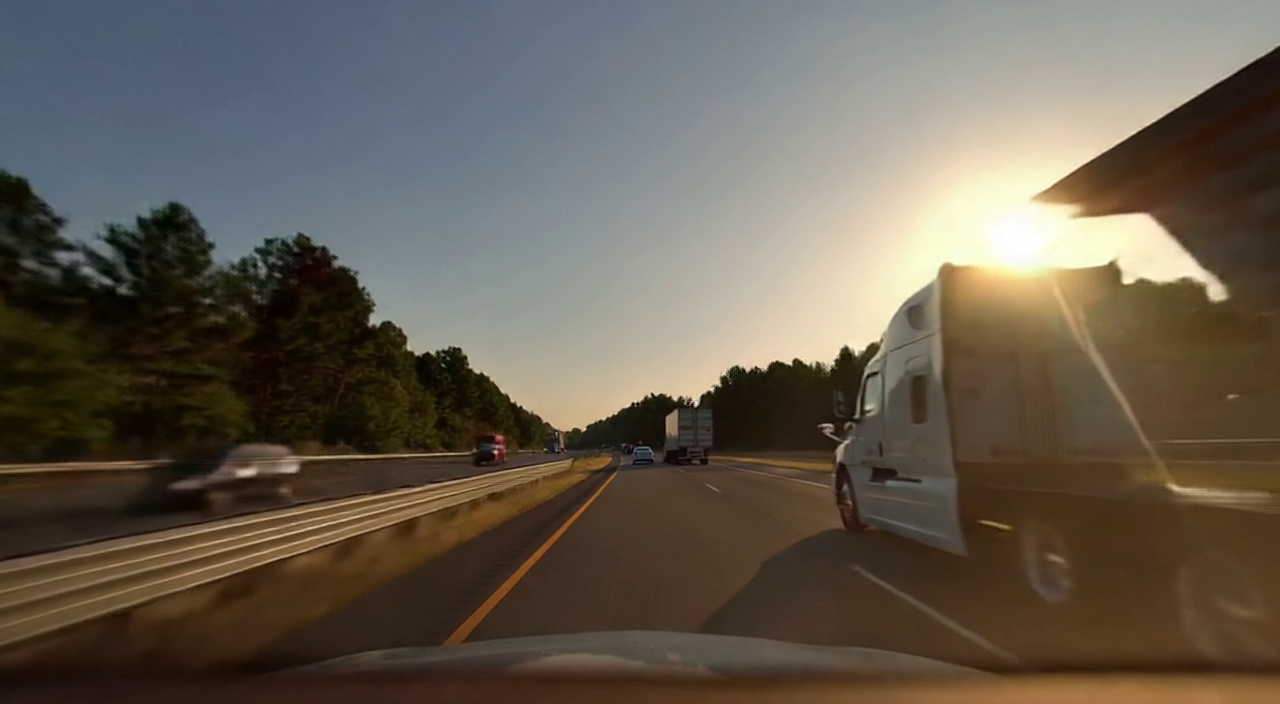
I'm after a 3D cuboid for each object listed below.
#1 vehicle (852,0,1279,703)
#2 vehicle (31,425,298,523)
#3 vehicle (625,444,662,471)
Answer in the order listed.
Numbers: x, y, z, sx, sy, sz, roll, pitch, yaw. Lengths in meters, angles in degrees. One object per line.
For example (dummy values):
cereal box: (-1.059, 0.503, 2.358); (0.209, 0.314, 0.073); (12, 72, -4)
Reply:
vehicle: (4.457, -0.158, 0.853); (2.867, 3.571, 14.305); (0, -9, -2)
vehicle: (-9.108, 2.361, 12.704); (2.020, 1.618, 4.287); (0, -9, 0)
vehicle: (0.141, 6.323, 38.093); (2.051, 1.513, 4.511); (0, -9, -2)
